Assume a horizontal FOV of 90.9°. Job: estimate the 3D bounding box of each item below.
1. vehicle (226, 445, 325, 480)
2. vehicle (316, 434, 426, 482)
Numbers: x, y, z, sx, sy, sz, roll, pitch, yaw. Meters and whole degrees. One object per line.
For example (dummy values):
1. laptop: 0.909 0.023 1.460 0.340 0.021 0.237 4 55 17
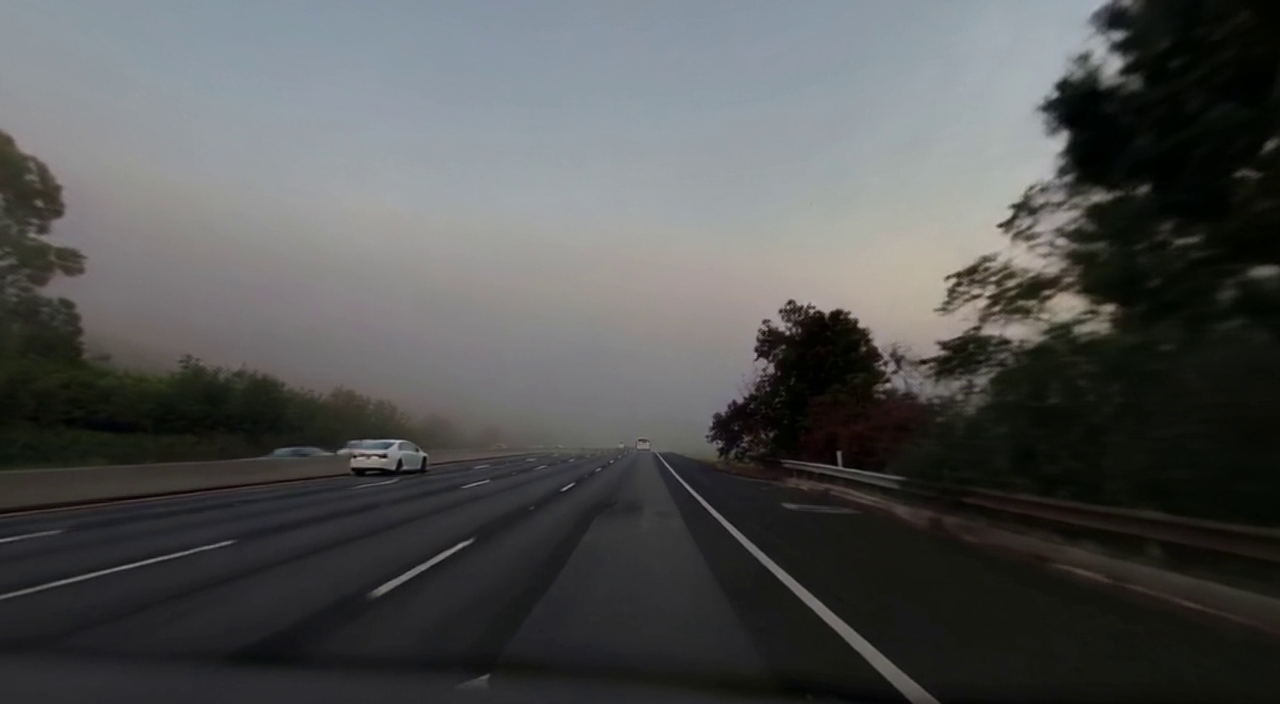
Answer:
1. vehicle: -16.755 5.067 29.292 1.894 1.461 4.442 0 -8 1
2. vehicle: -10.701 4.251 25.611 2.152 1.753 4.972 0 -8 1
